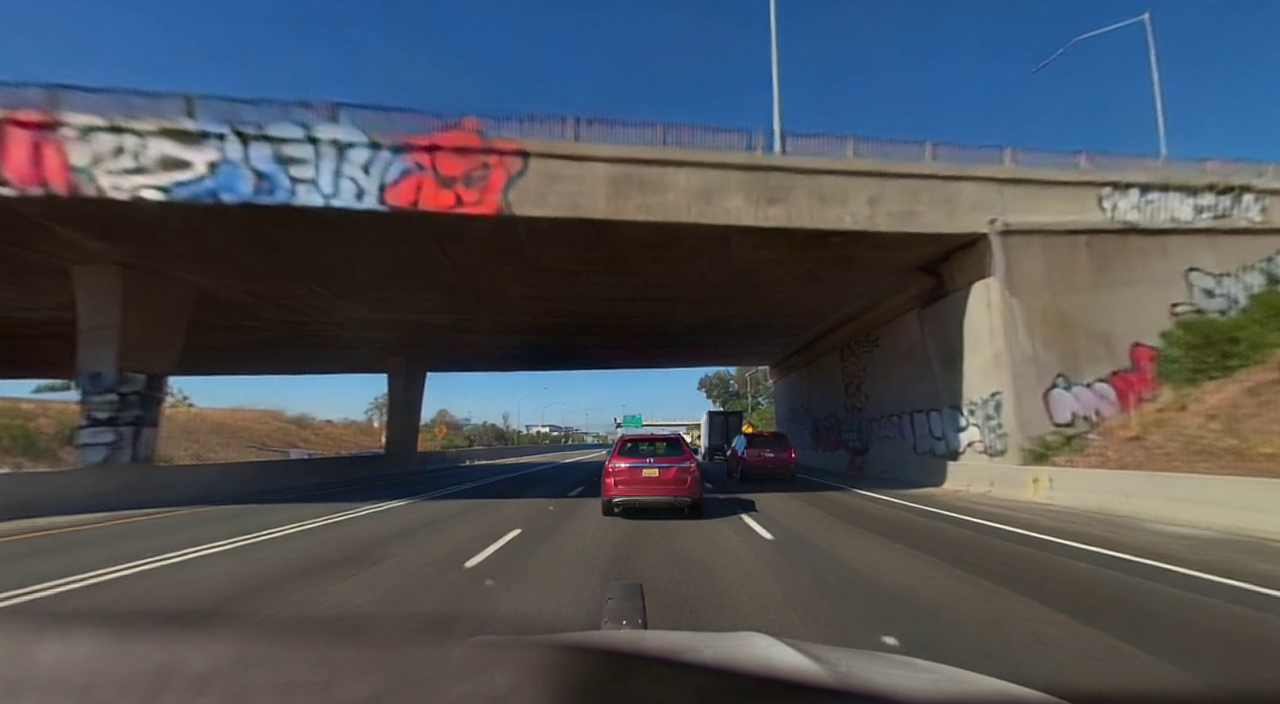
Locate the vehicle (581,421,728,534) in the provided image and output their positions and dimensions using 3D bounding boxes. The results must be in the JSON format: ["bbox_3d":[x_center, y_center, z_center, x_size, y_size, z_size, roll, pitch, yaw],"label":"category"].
[{"bbox_3d":[0.247,2.164,11.423,2.193,1.651,3.946,-1,-8,1],"label":"vehicle"}]

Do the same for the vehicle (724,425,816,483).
[{"bbox_3d":[4.725,3.838,24.043,2.311,1.922,5.977,0,-8,1],"label":"vehicle"}]
